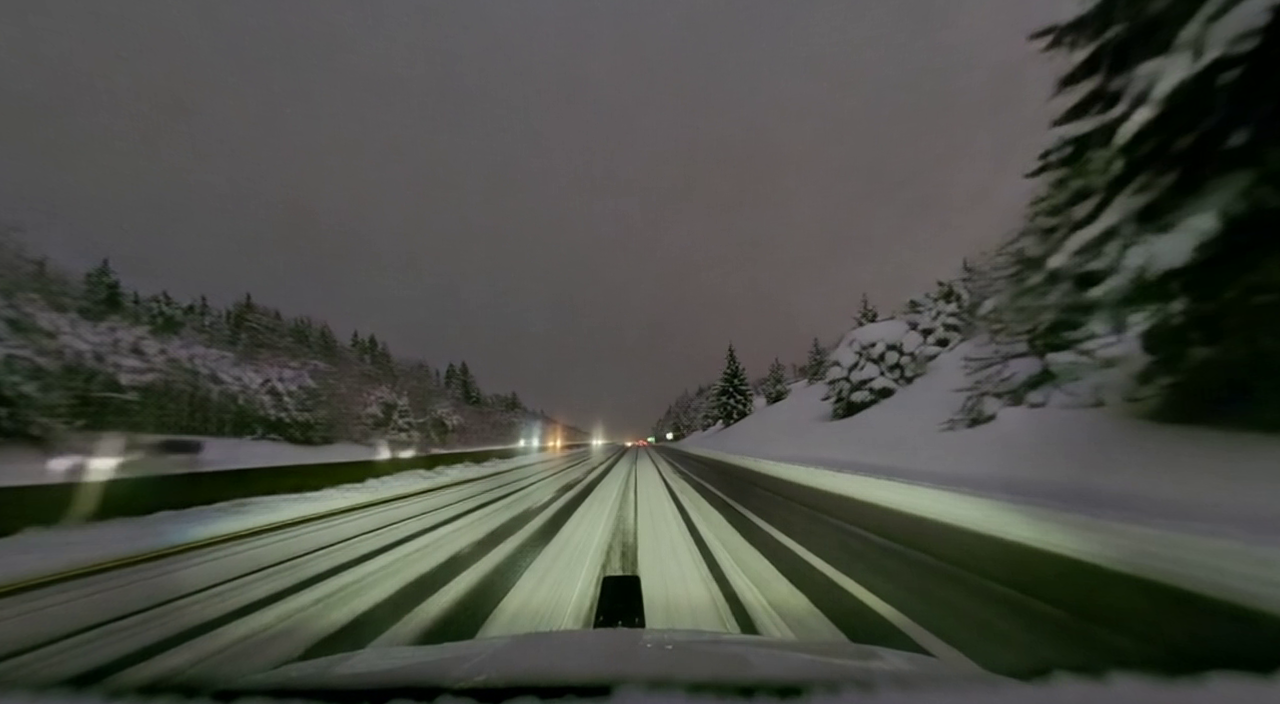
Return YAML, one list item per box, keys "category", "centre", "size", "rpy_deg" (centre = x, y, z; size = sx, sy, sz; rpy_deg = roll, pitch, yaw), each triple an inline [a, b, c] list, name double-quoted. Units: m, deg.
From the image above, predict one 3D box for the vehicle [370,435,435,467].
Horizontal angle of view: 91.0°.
- category: "vehicle"
  centre: [-12.771, 5.312, 34.070]
  size: [1.843, 1.593, 4.195]
  rpy_deg: [0, -8, 0]

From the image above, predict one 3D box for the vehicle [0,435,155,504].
- category: "vehicle"
  centre: [-16.217, 3.179, 17.557]
  size: [1.914, 1.668, 4.316]
  rpy_deg: [0, -8, 0]
